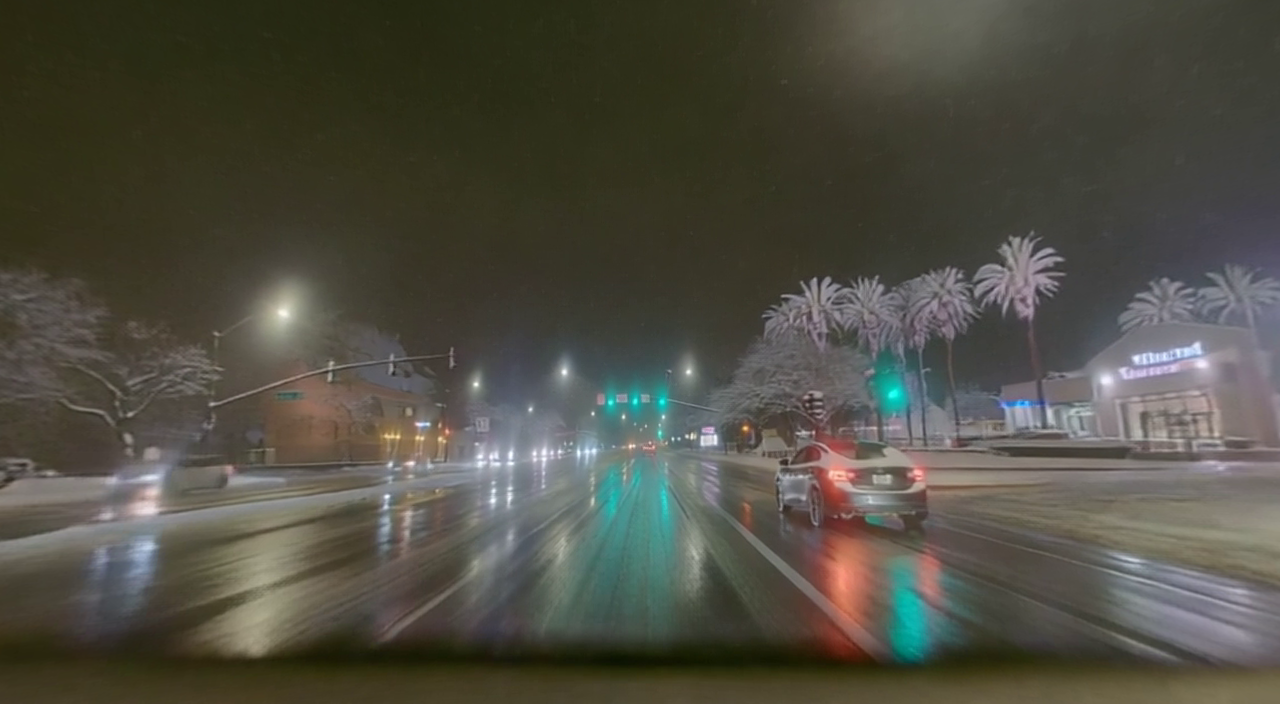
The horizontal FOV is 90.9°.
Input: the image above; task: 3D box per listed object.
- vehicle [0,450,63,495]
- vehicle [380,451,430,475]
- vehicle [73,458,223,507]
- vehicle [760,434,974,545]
[{"bbox_3d":[-31.406,5.864,30.984,5.673,2.029,2.390,-4,-9,27],"label":"vehicle"},{"bbox_3d":[-17.707,8.362,47.738,1.899,1.615,4.784,-1,-8,1],"label":"vehicle"},{"bbox_3d":[-17.699,4.659,22.981,1.961,1.500,4.291,0,-8,0],"label":"vehicle"},{"bbox_3d":[3.535,2.214,10.974,1.870,1.467,4.800,0,-8,-1],"label":"vehicle"}]
